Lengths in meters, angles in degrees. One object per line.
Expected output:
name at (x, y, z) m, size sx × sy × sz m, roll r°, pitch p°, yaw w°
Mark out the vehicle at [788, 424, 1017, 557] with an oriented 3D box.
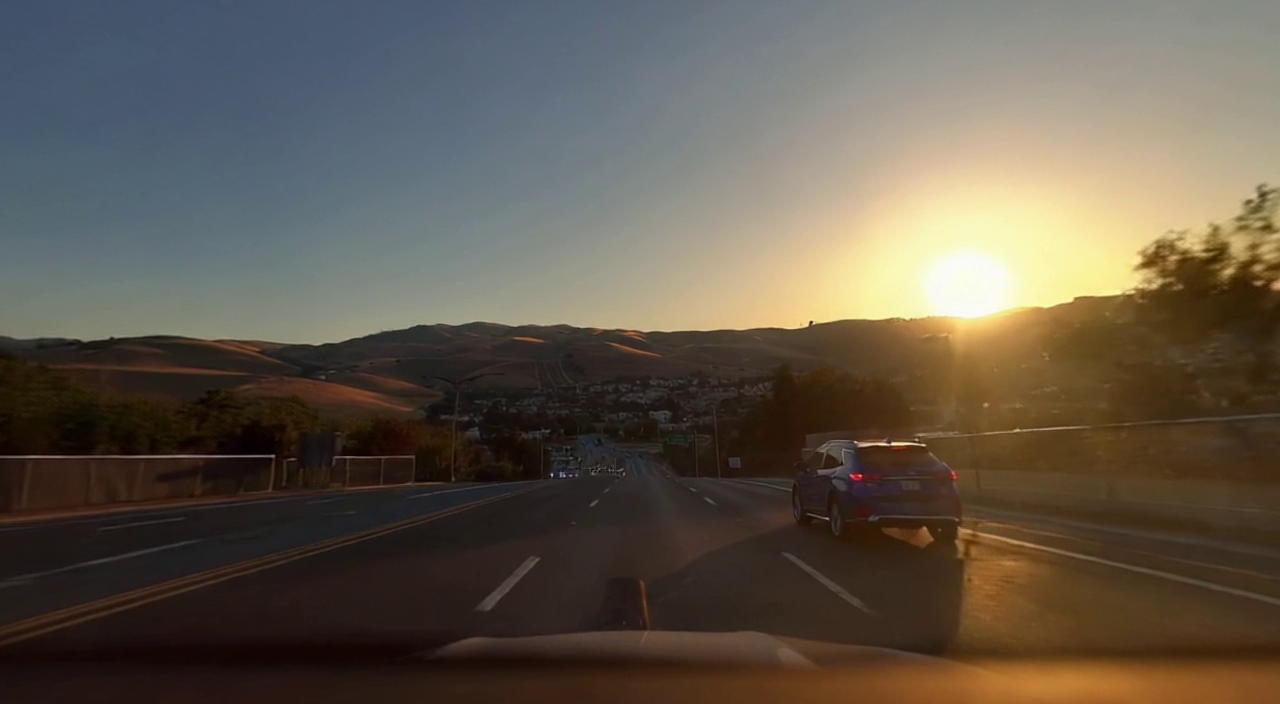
vehicle at (3.968, 2.153, 10.528) m, size 1.989 × 1.730 × 4.324 m, roll 0°, pitch -9°, yaw 1°
